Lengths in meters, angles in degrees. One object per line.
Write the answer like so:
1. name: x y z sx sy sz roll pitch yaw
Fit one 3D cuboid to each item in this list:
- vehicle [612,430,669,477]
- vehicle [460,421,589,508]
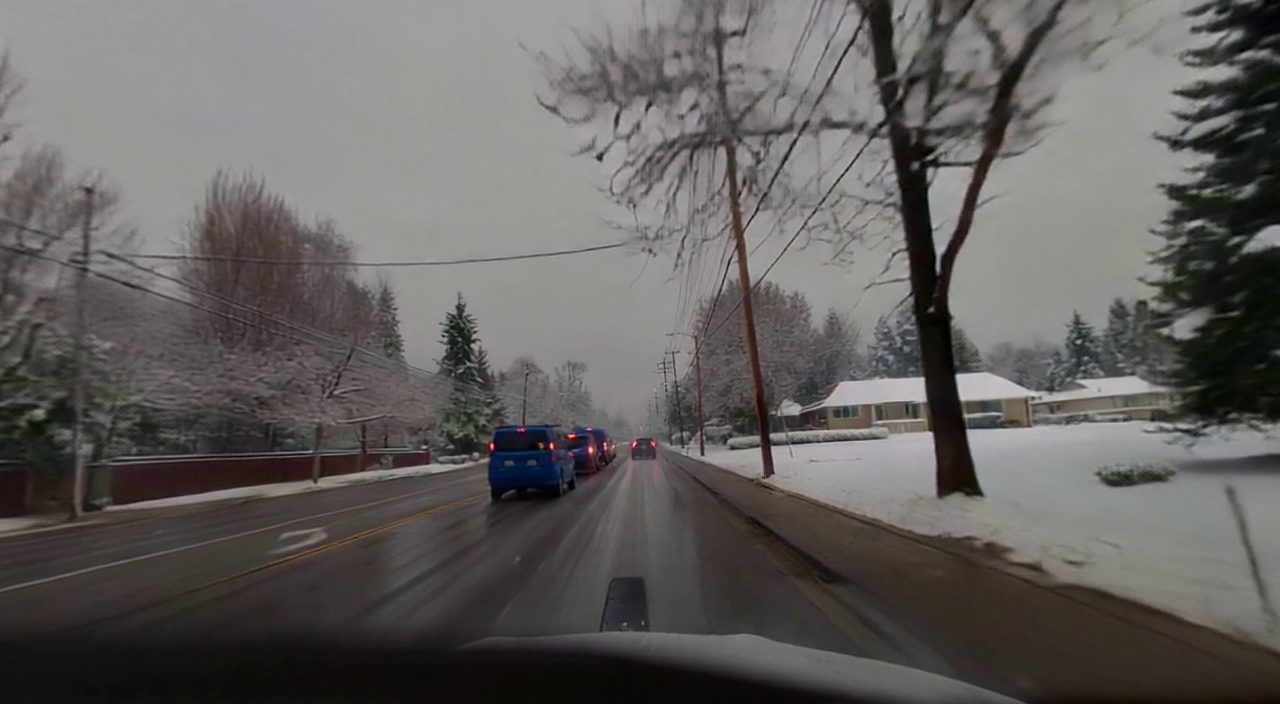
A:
1. vehicle: -0.004 4.052 25.359 2.120 1.718 3.909 0 -9 -1
2. vehicle: -2.543 2.639 15.168 2.157 1.765 4.303 0 -9 2
